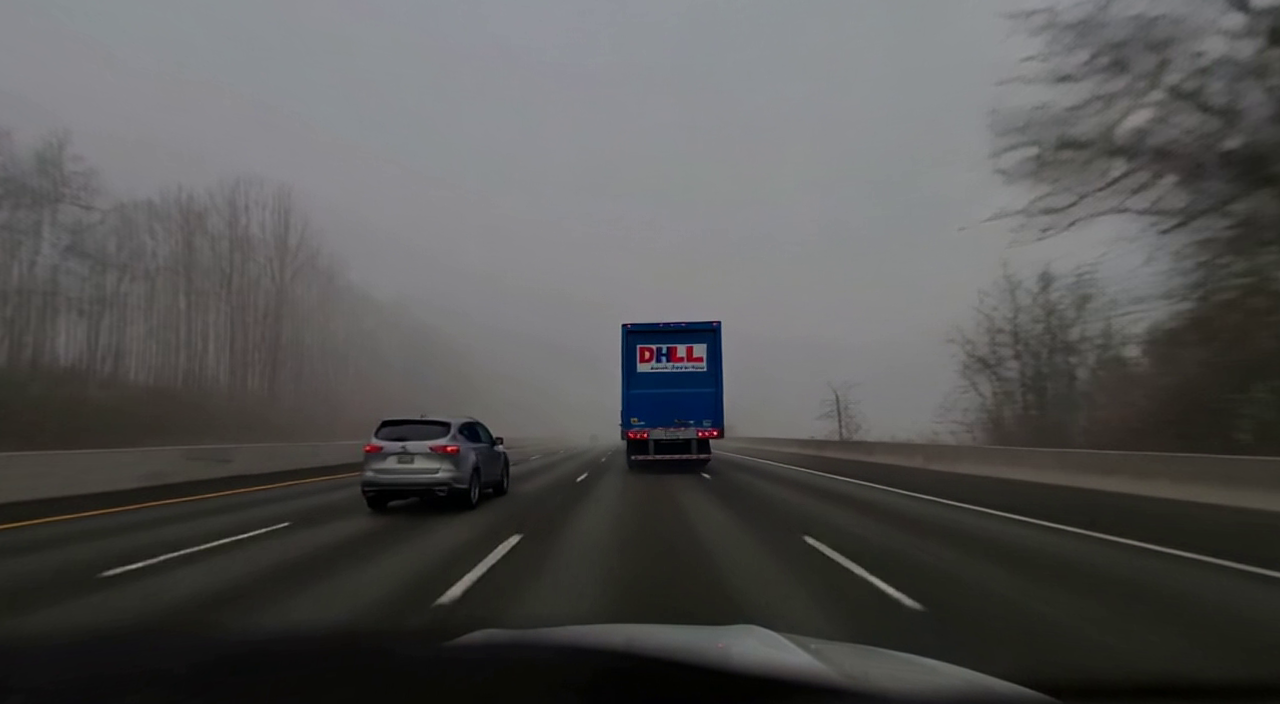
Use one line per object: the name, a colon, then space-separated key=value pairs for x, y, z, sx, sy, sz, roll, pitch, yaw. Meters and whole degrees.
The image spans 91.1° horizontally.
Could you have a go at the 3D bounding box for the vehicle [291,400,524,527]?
vehicle: x=-3.795 y=1.937 z=11.609 sx=2.394 sy=1.787 sz=5.186 roll=0 pitch=-8 yaw=-1

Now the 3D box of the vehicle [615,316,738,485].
vehicle: x=0.714 y=1.785 z=20.187 sx=3.011 sy=4.211 sz=8.926 roll=0 pitch=-8 yaw=-3
